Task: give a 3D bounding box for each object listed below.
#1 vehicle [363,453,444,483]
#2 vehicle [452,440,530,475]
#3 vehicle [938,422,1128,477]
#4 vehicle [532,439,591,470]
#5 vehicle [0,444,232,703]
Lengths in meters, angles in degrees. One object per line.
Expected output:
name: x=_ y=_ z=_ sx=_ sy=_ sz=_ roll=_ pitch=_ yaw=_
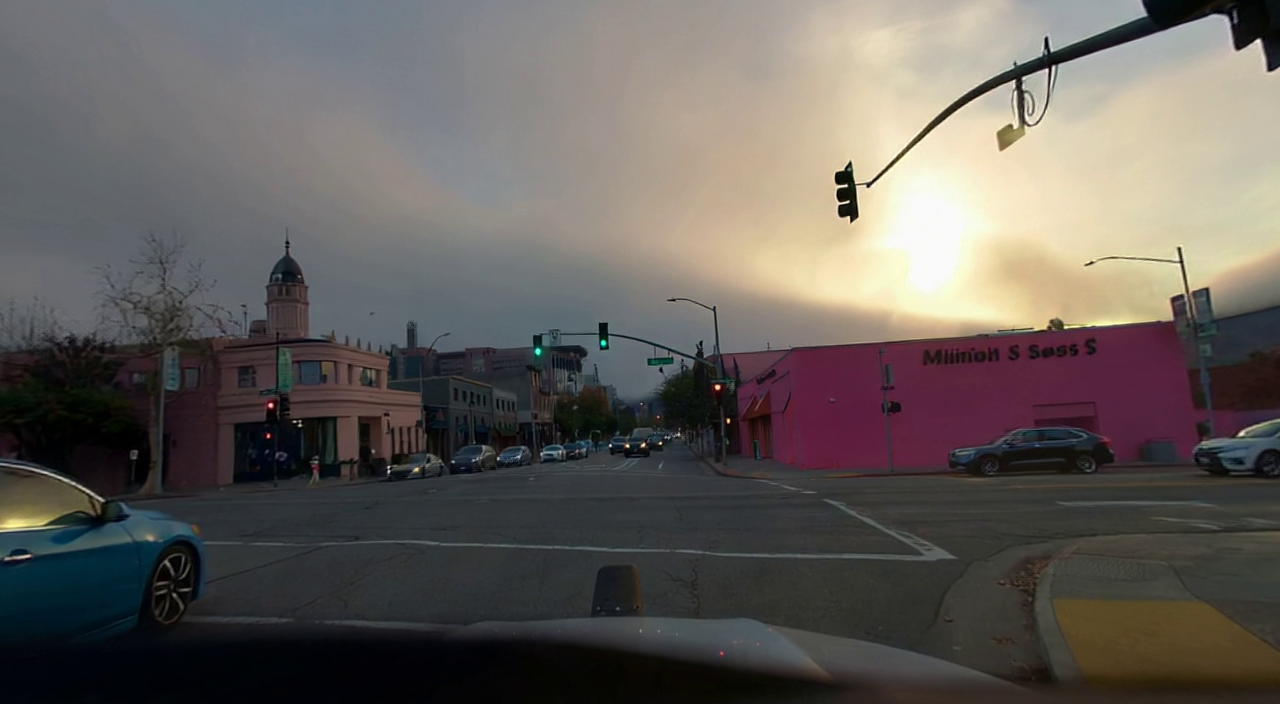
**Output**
vehicle: x=-12.600 y=6.174 z=33.875 sx=1.976 sy=1.425 sz=4.567 roll=-1 pitch=-9 yaw=9
vehicle: x=-8.393 y=5.981 z=36.050 sx=2.152 sy=1.825 sz=5.406 roll=-2 pitch=-9 yaw=12
vehicle: x=11.563 y=2.899 z=18.800 sx=4.355 sy=1.546 sz=1.820 roll=-1 pitch=-9 yaw=6
vehicle: x=-4.505 y=5.980 z=36.871 sx=1.928 sy=1.647 sz=4.575 roll=-2 pitch=-9 yaw=13
vehicle: x=-3.712 y=0.981 z=2.152 sx=1.759 sy=1.325 sz=4.295 roll=0 pitch=-9 yaw=0
